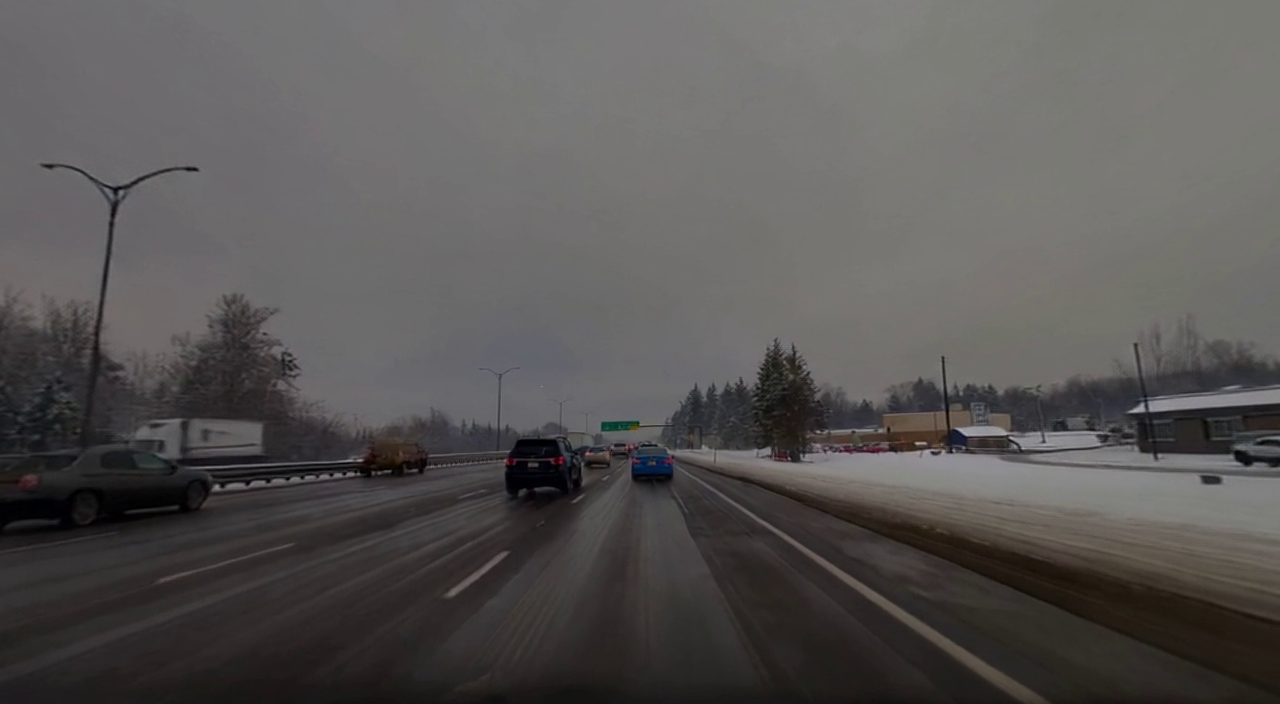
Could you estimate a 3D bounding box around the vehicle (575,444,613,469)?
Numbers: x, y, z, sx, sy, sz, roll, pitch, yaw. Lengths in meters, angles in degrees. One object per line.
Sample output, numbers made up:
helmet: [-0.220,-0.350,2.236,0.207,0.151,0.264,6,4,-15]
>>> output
vehicle: [-2.916,6.771,40.992,2.048,1.497,4.466,0,-8,2]

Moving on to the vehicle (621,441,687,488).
vehicle: [0.465,3.875,22.142,2.090,1.474,3.970,0,-8,1]

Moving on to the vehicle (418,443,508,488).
vehicle: [-6.329,4.094,23.133,1.933,1.439,4.441,0,-8,1]

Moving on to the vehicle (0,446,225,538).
vehicle: [-10.030,2.474,11.821,1.774,1.408,3.917,0,-8,1]

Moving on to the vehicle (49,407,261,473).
vehicle: [-26.721,5.075,35.996,2.965,3.126,11.235,0,-8,1]

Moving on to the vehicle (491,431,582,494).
vehicle: [-3.084,3.396,19.734,2.007,1.730,4.412,0,-8,1]

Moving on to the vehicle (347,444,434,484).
vehicle: [-10.137,4.541,25.977,1.861,1.495,4.007,0,-8,1]
